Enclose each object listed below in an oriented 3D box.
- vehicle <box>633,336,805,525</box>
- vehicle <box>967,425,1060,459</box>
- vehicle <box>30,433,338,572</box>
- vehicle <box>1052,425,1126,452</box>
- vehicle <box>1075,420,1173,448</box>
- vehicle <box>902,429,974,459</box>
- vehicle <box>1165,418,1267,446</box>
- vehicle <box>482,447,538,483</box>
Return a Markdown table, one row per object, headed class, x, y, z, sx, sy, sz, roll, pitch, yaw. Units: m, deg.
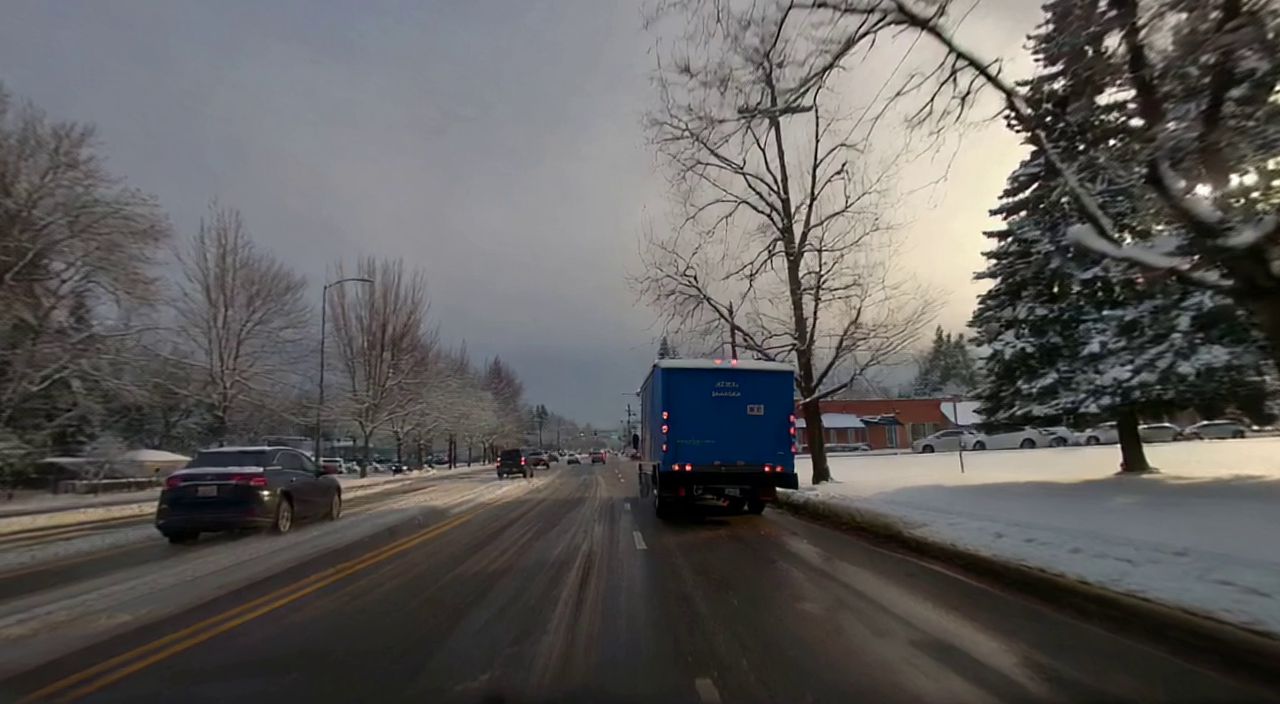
| class | x | y | z | sx | sy | sz | roll | pitch | yaw |
| --- | --- | --- | --- | --- | --- | --- | --- | --- | --- |
| vehicle | 1.467 | 2.159 | 16.642 | 2.905 | 3.644 | 8.807 | 1 | -9 | -3 |
| vehicle | 24.577 | 6.015 | 41.663 | 2.220 | 1.981 | 5.827 | 3 | -9 | -5 |
| vehicle | -6.677 | 2.181 | 9.973 | 1.958 | 1.672 | 4.283 | 1 | -9 | -6 |
| vehicle | 29.794 | 5.778 | 41.767 | 1.827 | 1.498 | 3.785 | -5 | -9 | -5 |
| vehicle | 32.765 | 5.635 | 42.716 | 2.039 | 1.714 | 5.431 | 1 | -9 | -4 |
| vehicle | 19.271 | 6.002 | 40.848 | 1.880 | 1.804 | 4.679 | 1 | -9 | -7 |
| vehicle | 38.927 | 5.473 | 42.620 | 1.858 | 1.687 | 5.044 | 0 | -9 | -5 |
| vehicle | -6.824 | 5.937 | 33.402 | 2.095 | 1.759 | 4.433 | 0 | -9 | -2 |
